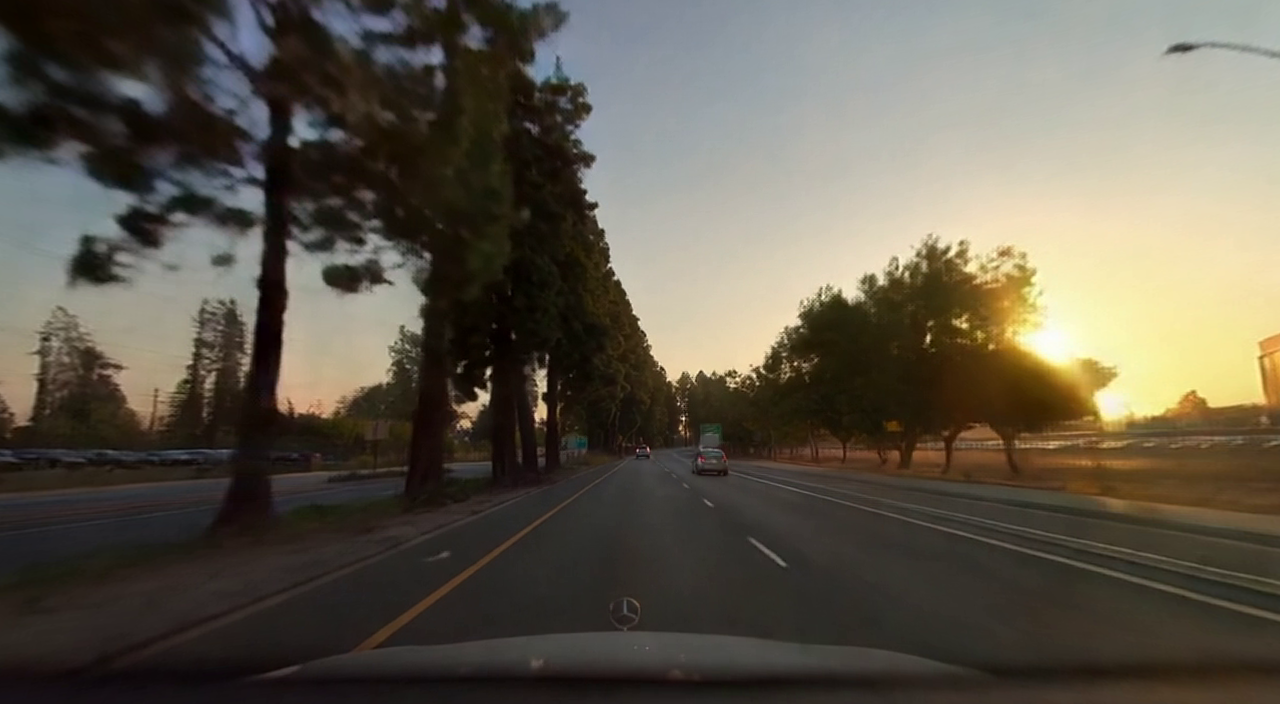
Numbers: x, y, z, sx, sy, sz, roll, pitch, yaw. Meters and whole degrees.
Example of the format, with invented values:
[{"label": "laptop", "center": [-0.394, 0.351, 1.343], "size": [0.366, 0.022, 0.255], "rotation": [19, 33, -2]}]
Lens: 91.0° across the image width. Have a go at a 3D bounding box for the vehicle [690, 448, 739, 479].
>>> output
[{"label": "vehicle", "center": [3.906, 5.925, 33.783], "size": [2.115, 1.522, 4.330], "rotation": [0, -9, 0]}]
